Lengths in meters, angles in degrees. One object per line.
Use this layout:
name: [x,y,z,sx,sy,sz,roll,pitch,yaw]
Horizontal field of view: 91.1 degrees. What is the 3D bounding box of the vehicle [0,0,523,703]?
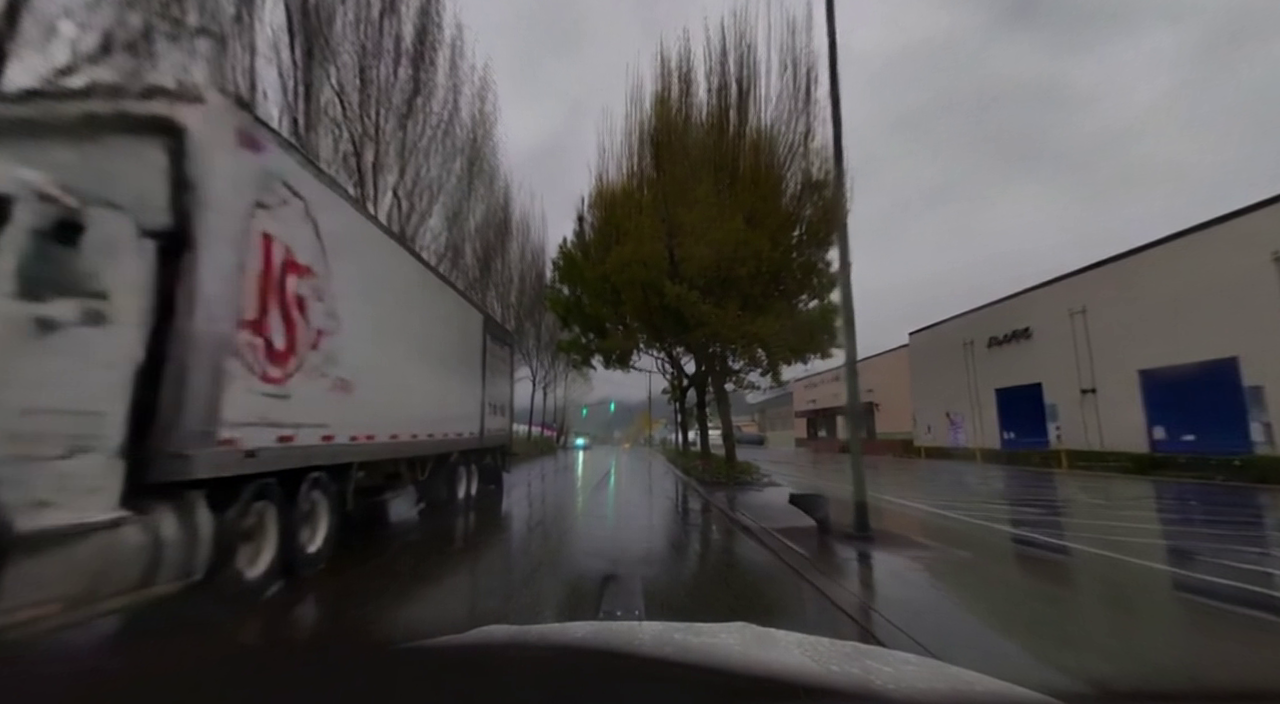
vehicle: [-4.844,0.484,10.051,2.976,4.754,15.127,0,-7,0]
